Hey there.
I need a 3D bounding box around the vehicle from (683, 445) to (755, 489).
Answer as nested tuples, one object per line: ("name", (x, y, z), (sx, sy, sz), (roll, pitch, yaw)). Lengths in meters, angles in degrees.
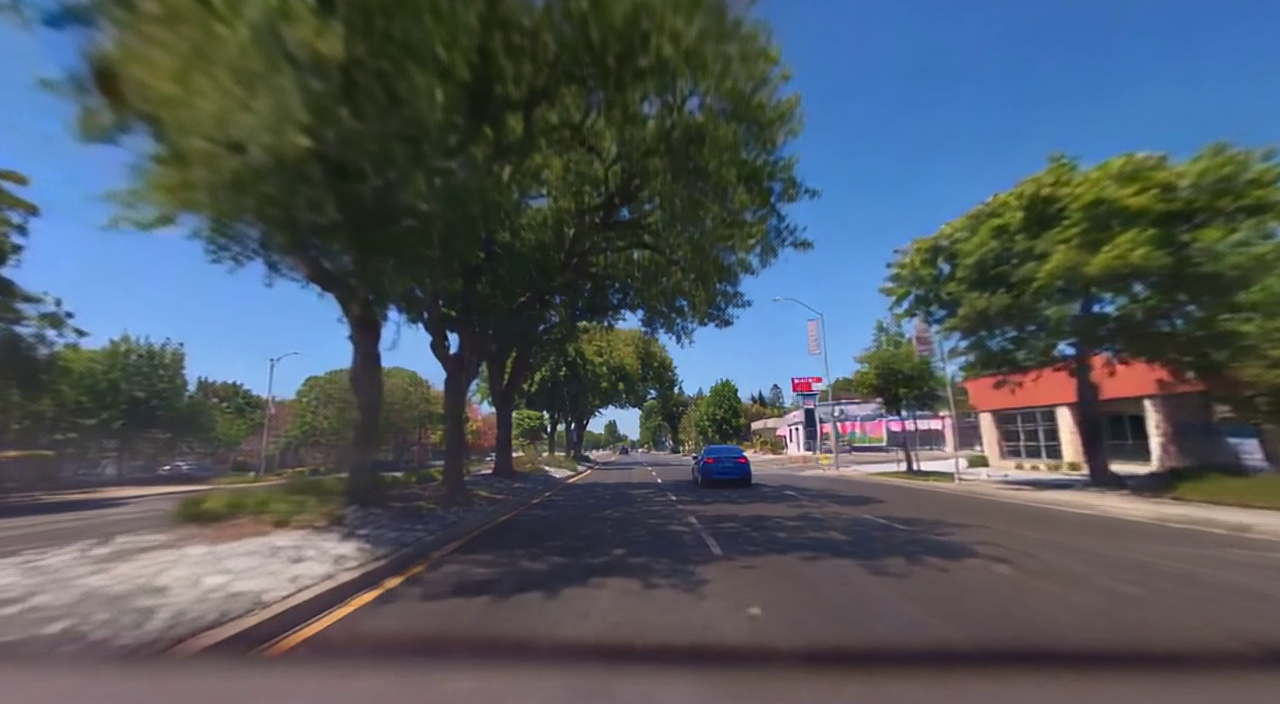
("vehicle", (2.743, 4.088, 22.791), (1.929, 1.411, 4.284), (0, -8, -2))
